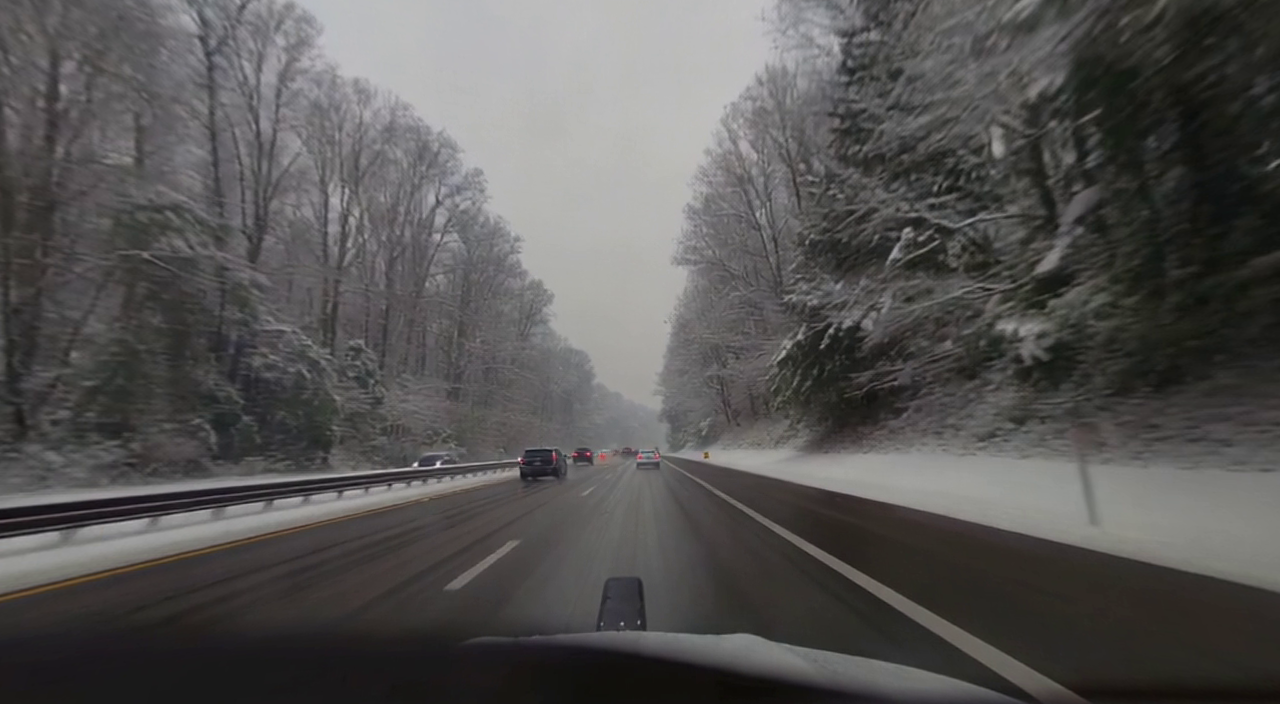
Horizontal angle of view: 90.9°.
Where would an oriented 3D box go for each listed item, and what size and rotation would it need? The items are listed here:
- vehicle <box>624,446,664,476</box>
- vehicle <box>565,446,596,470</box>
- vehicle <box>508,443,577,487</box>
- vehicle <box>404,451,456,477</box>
[{"bbox_3d":[0.205,5.778,33.608,2.001,1.490,3.914,0,-9,0],"label":"vehicle"},{"bbox_3d":[-4.189,7.499,44.859,1.834,1.615,3.624,0,-9,1],"label":"vehicle"},{"bbox_3d":[-3.616,4.266,24.018,1.978,1.538,3.755,0,-9,1],"label":"vehicle"},{"bbox_3d":[-12.249,6.542,36.963,1.733,1.407,3.713,0,-9,0],"label":"vehicle"}]
